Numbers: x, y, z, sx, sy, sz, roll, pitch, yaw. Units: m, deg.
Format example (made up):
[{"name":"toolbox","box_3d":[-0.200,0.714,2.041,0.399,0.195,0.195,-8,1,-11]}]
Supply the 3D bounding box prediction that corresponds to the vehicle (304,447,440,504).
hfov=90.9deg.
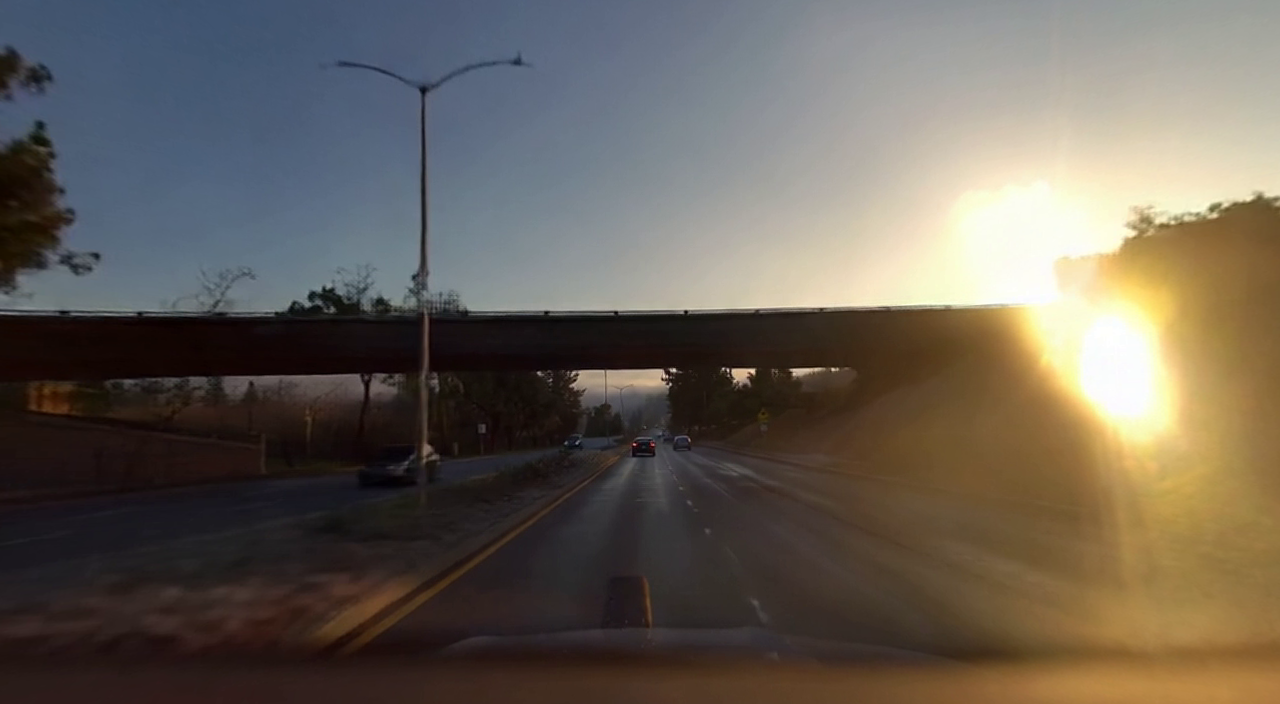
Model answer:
[{"name":"vehicle","box_3d":[-7.894,3.681,19.222,1.986,1.475,4.990,-1,-9,0]}]
